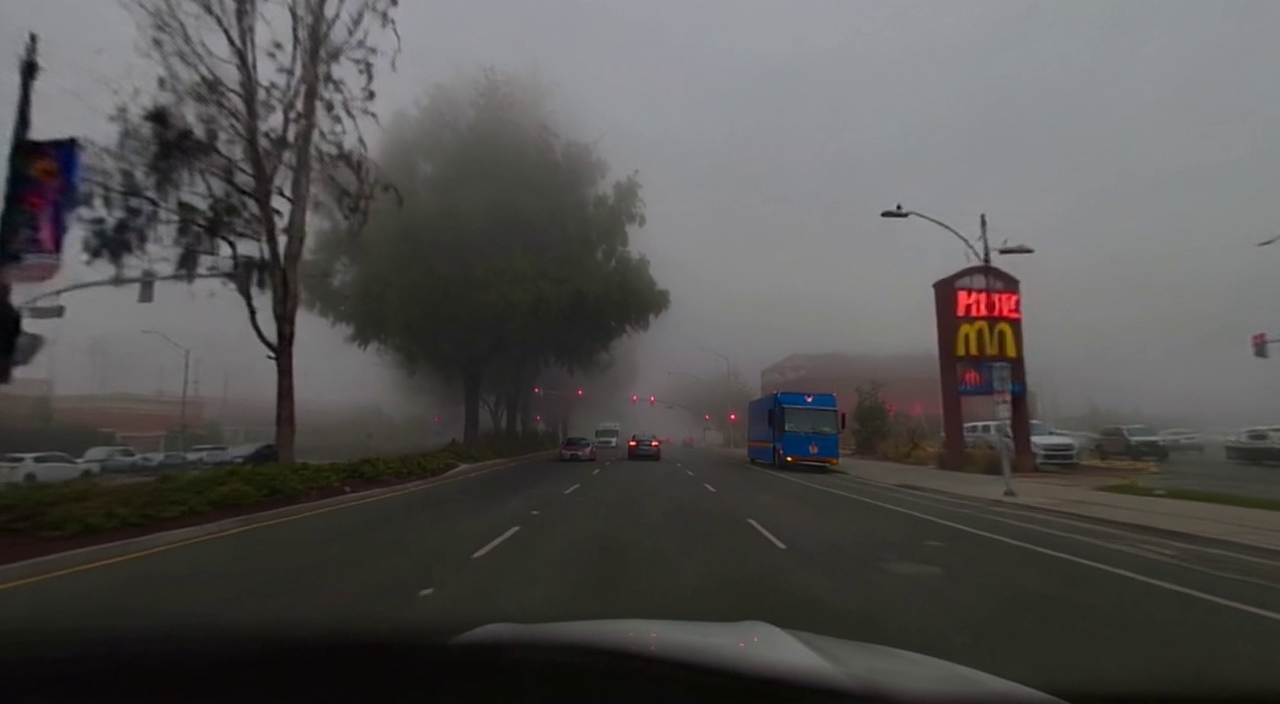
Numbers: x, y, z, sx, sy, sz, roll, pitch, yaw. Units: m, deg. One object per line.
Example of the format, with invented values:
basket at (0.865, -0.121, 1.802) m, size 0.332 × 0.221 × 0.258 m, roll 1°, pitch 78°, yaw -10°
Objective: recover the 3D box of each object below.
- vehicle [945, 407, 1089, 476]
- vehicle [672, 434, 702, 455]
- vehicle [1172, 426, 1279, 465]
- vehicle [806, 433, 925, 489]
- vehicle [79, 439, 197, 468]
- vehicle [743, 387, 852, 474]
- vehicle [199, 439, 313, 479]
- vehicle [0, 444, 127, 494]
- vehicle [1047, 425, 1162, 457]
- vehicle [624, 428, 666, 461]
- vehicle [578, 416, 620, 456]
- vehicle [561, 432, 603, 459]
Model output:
vehicle at (13.744, 3.238, 22.891) m, size 5.354 × 2.214 × 2.504 m, roll 6°, pitch -10°, yaw -37°
vehicle at (3.608, 7.181, 48.993) m, size 2.075 × 1.540 × 4.411 m, roll -1°, pitch -8°, yaw 1°
vehicle at (26.124, 4.006, 27.105) m, size 4.545 × 1.571 × 1.769 m, roll -5°, pitch -9°, yaw 26°
vehicle at (6.720, 3.280, 19.392) m, size 1.980 × 1.473 × 4.537 m, roll -1°, pitch -8°, yaw 0°
vehicle at (-29.343, 5.936, 37.148) m, size 1.971 × 1.578 × 5.304 m, roll -2°, pitch -8°, yaw 11°
vehicle at (6.824, 3.628, 28.708) m, size 2.891 × 3.361 × 7.843 m, roll 0°, pitch -8°, yaw 0°
vehicle at (-15.693, 4.371, 26.084) m, size 1.836 × 1.464 × 4.440 m, roll -1°, pitch -8°, yaw 1°
vehicle at (-22.733, 4.382, 24.089) m, size 1.936 × 1.654 × 4.857 m, roll -1°, pitch -8°, yaw 4°
vehicle at (29.542, 5.713, 40.369) m, size 5.568 × 1.930 × 2.081 m, roll -5°, pitch -9°, yaw 29°
vehicle at (0.284, 5.179, 35.392) m, size 2.209 × 1.718 × 4.008 m, roll -1°, pitch -8°, yaw 1°
vehicle at (-3.081, 6.561, 48.966) m, size 2.715 × 2.791 × 7.171 m, roll -1°, pitch -8°, yaw 1°
vehicle at (-3.400, 5.593, 37.815) m, size 2.008 × 1.500 × 4.369 m, roll -1°, pitch -8°, yaw 1°
